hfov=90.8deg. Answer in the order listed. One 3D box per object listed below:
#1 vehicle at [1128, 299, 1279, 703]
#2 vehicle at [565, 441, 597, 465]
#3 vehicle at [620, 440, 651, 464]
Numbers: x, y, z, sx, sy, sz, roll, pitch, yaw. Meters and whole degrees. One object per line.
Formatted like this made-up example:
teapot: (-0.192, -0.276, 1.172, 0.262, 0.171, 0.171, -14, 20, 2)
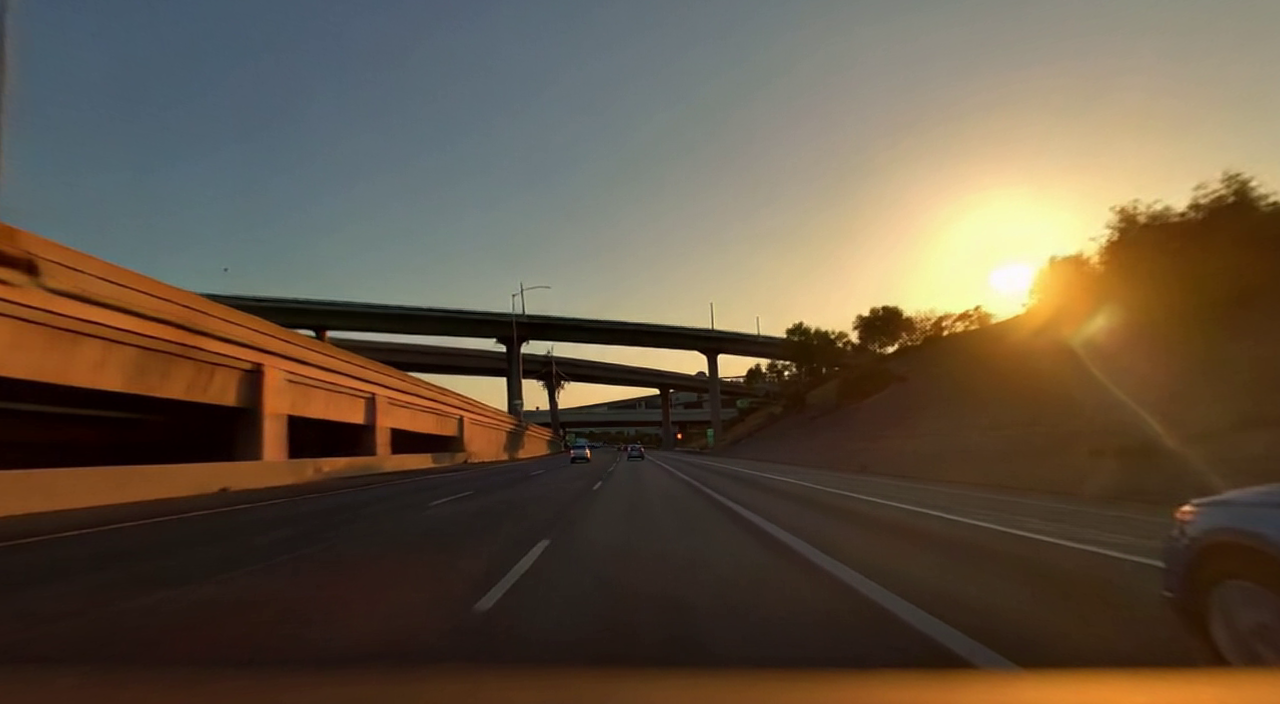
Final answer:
vehicle: (3.703, 0.466, 0.801, 2.288, 1.841, 4.779, 0, -8, 0)
vehicle: (-4.249, 7.310, 46.076, 2.000, 1.646, 4.201, 0, -8, -1)
vehicle: (-0.343, 7.274, 46.136, 2.132, 1.657, 3.967, 0, -8, -1)
